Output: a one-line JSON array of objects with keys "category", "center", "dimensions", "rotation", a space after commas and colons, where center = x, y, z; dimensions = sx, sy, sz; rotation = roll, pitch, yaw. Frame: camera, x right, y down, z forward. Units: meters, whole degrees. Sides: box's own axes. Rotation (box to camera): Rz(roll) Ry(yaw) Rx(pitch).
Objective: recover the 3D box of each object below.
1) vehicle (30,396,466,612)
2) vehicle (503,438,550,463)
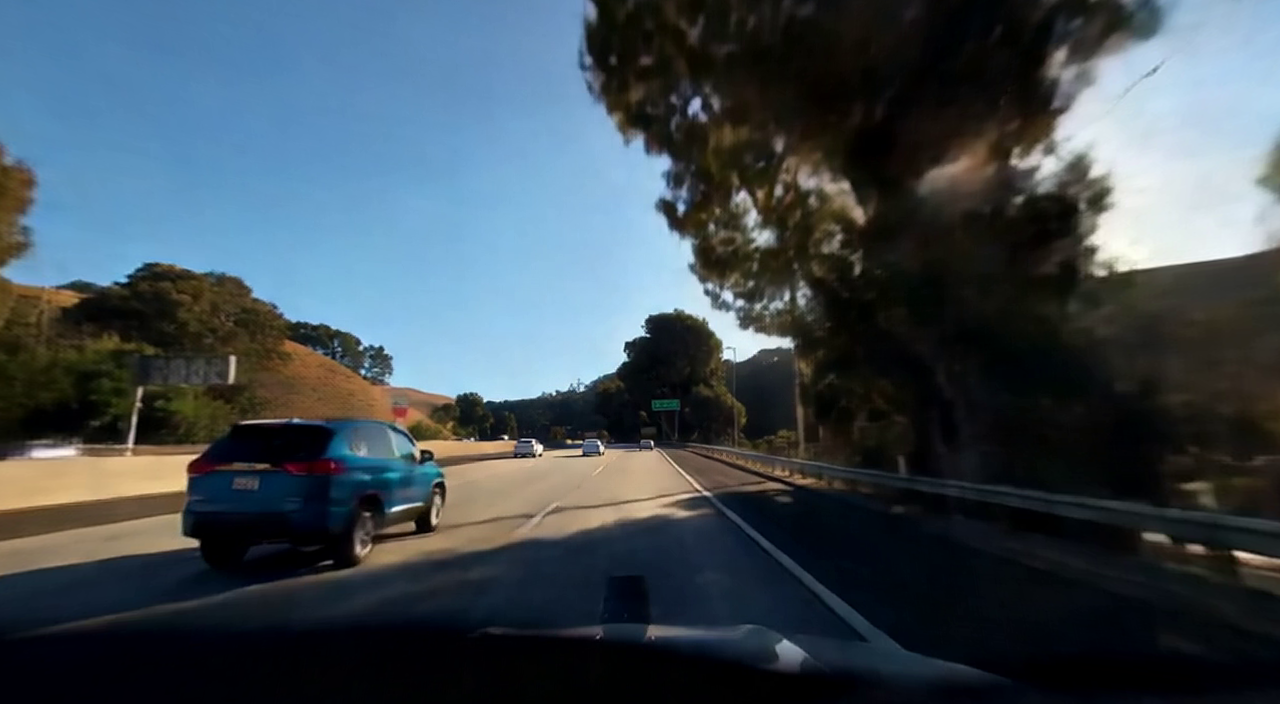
[{"category": "vehicle", "center": [-3.770, 1.538, 7.333], "dimensions": [2.138, 1.718, 4.415], "rotation": [0, -8, 1]}, {"category": "vehicle", "center": [-7.121, 6.230, 40.107], "dimensions": [1.963, 1.476, 4.739], "rotation": [-1, -8, 2]}]
